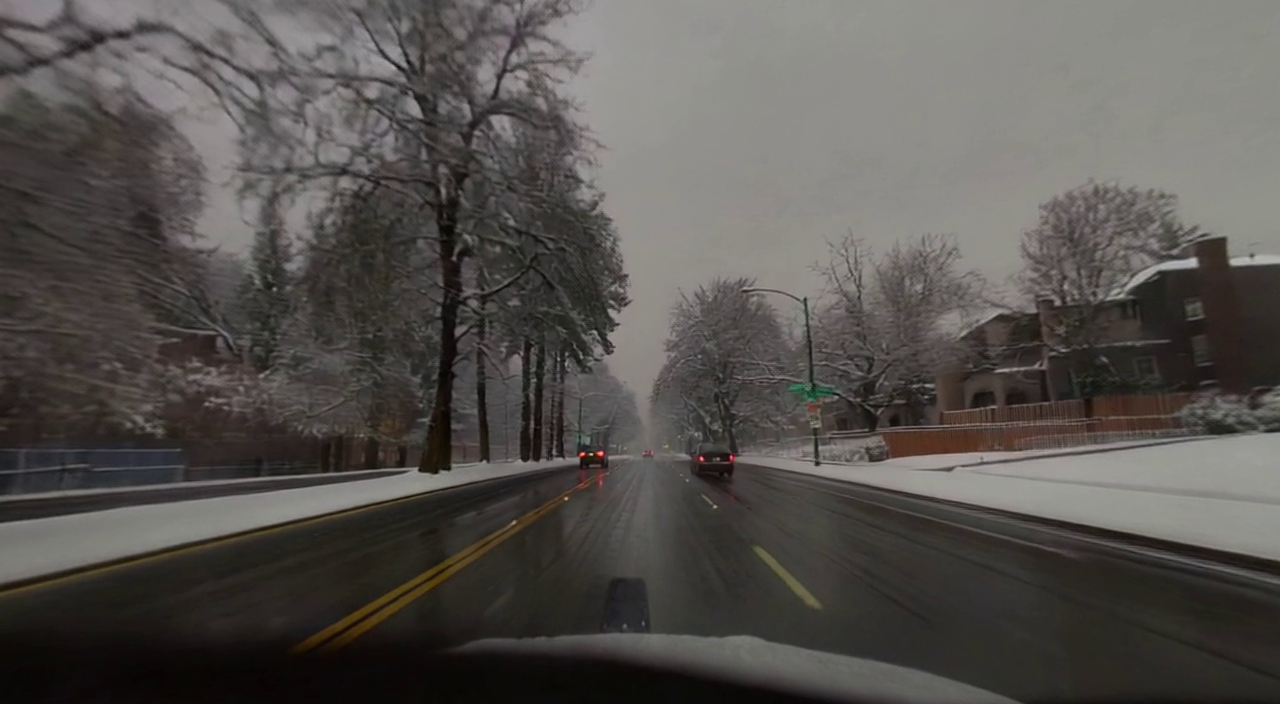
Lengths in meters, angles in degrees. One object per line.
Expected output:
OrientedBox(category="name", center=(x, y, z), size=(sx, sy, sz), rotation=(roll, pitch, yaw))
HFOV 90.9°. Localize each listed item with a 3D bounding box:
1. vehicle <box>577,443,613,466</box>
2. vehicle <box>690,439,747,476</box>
OrientedBox(category="vehicle", center=(-3.036, 7.050, 43.488), size=(2.011, 1.480, 4.517), rotation=(0, -9, 2))
OrientedBox(category="vehicle", center=(3.453, 4.752, 28.584), size=(1.992, 1.511, 4.464), rotation=(0, -9, 0))
